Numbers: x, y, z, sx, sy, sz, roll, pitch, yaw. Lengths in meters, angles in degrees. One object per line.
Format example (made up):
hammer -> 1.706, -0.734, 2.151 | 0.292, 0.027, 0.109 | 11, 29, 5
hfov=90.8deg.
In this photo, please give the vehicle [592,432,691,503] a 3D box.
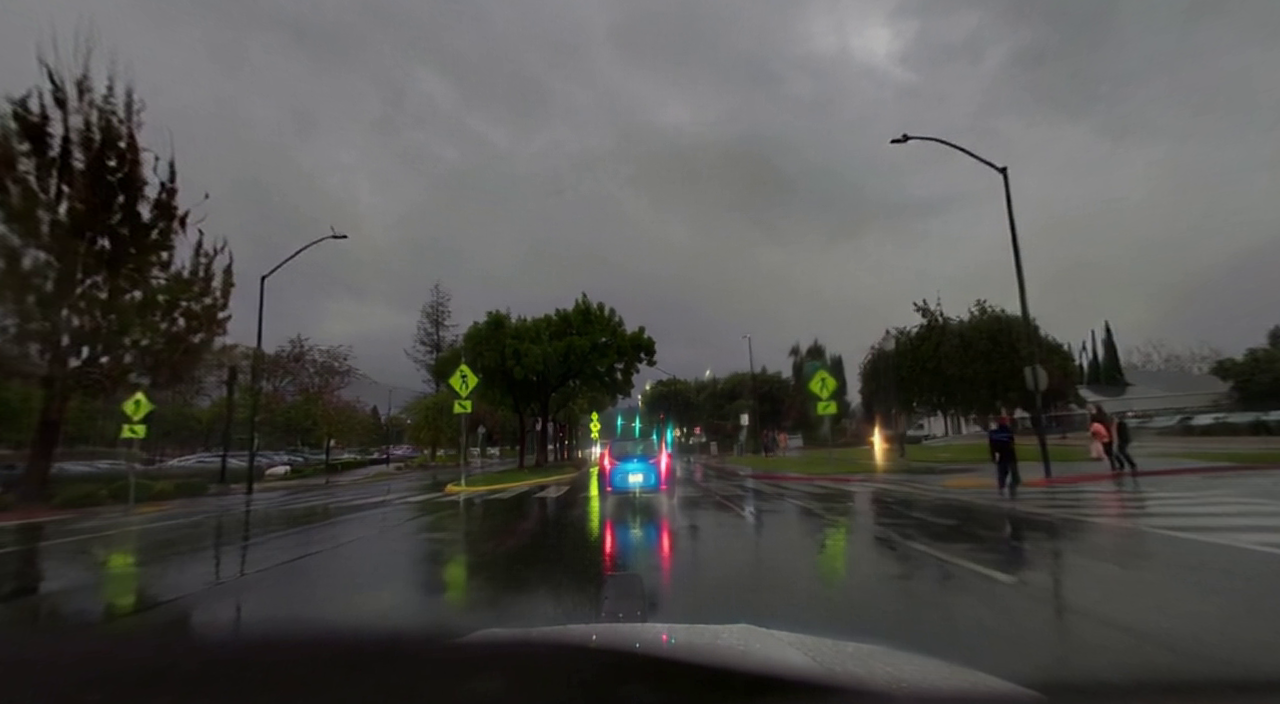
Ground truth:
vehicle -> -0.042, 2.935, 16.465 | 2.221, 1.570, 4.398 | 0, -8, -2
